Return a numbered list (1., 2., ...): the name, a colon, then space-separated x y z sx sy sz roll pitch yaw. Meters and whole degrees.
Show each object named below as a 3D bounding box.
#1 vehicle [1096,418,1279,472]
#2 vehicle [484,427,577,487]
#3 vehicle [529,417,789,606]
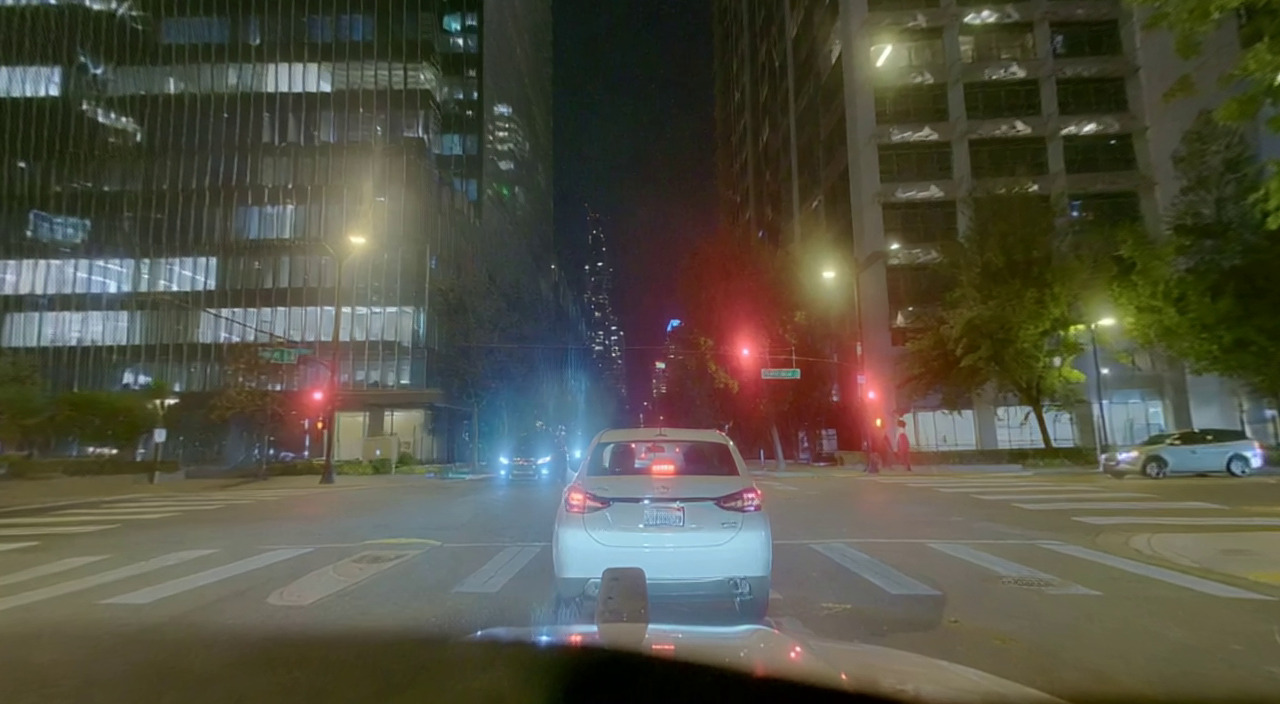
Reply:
1. vehicle: 19.174 3.268 22.216 4.675 1.772 1.945 0 -8 -1
2. vehicle: -3.838 3.821 23.250 2.317 1.924 5.518 0 -8 1
3. vehicle: -0.135 1.644 7.491 1.893 1.532 4.145 2 -9 -16
